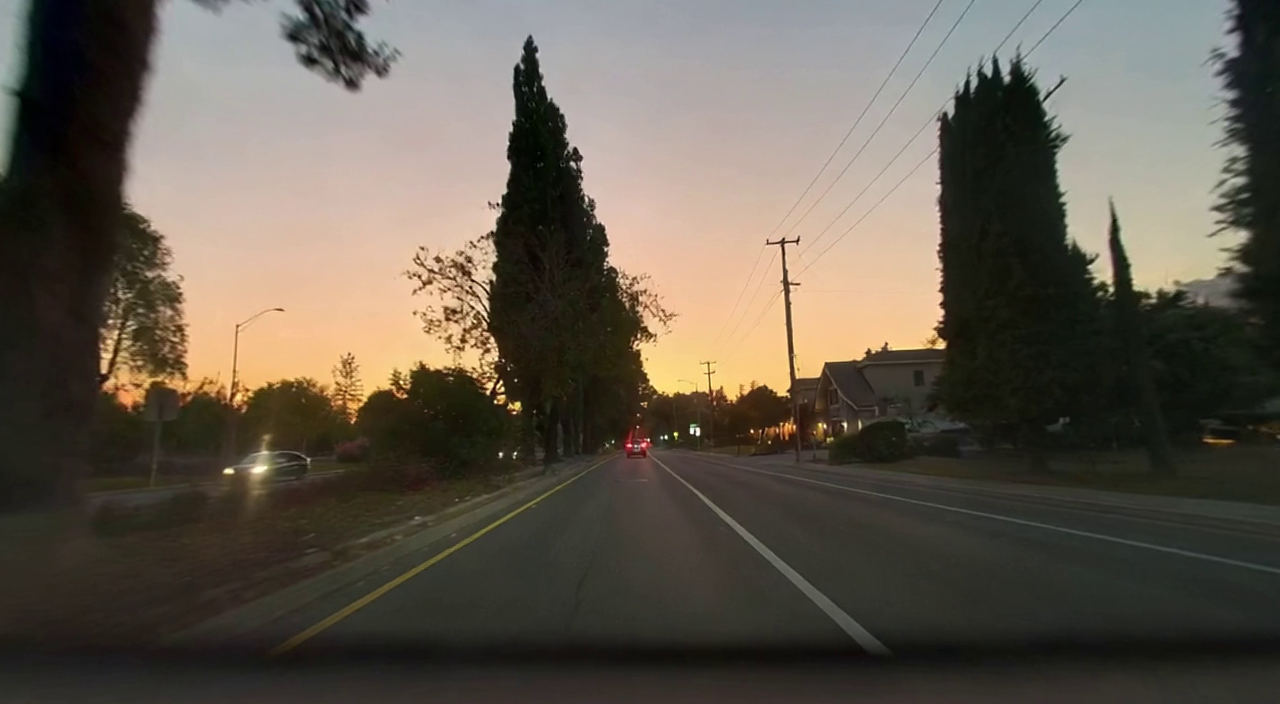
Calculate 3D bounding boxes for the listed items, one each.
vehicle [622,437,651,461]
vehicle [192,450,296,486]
[{"bbox_3d":[-0.288,6.967,45.499,2.016,1.665,3.932,0,-8,-1],"label":"vehicle"},{"bbox_3d":[-18.501,5.420,29.789,1.835,1.496,4.713,0,-8,0],"label":"vehicle"}]
